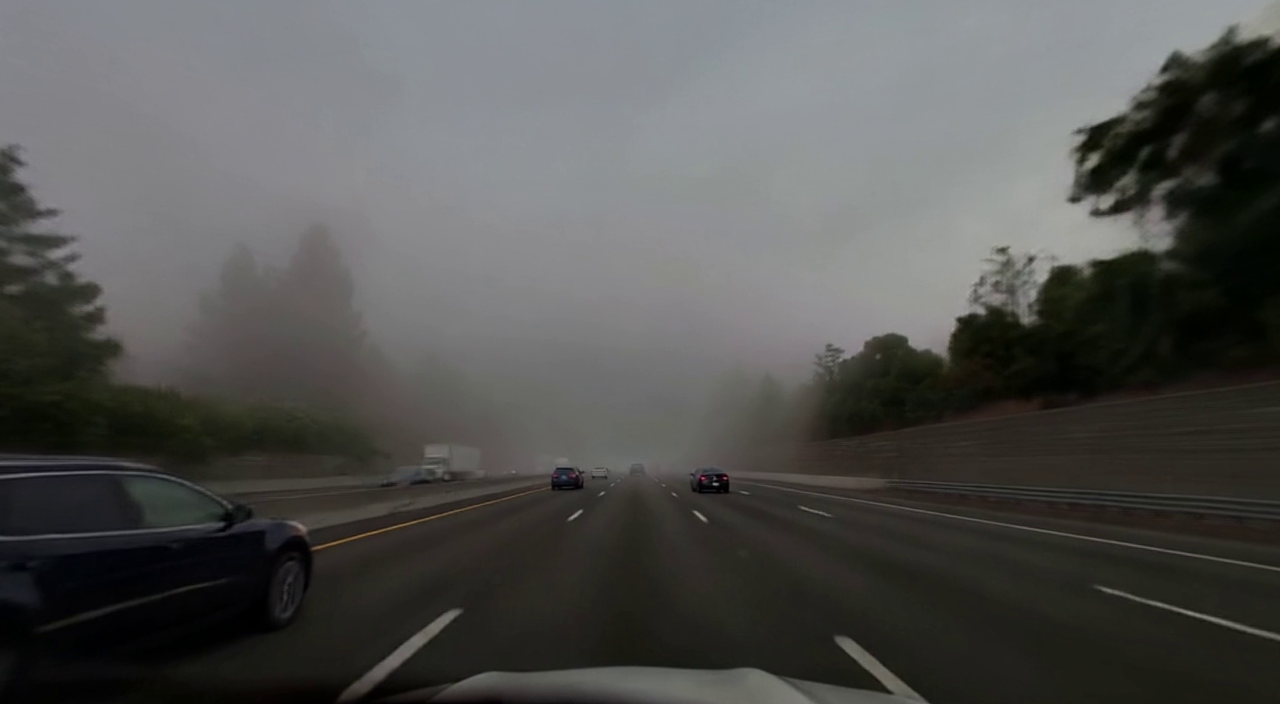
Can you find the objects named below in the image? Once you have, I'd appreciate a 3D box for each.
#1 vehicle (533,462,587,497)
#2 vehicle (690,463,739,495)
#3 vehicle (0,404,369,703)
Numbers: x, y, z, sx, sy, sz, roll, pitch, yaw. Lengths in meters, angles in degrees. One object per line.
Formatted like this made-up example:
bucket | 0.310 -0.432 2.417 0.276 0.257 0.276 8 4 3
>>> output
vehicle | -3.624 5.894 29.330 2.000 1.484 3.995 1 -11 -1
vehicle | 3.746 6.456 32.204 1.981 1.516 4.109 1 -11 0
vehicle | -3.552 1.118 3.425 2.004 1.468 4.812 0 -11 0
